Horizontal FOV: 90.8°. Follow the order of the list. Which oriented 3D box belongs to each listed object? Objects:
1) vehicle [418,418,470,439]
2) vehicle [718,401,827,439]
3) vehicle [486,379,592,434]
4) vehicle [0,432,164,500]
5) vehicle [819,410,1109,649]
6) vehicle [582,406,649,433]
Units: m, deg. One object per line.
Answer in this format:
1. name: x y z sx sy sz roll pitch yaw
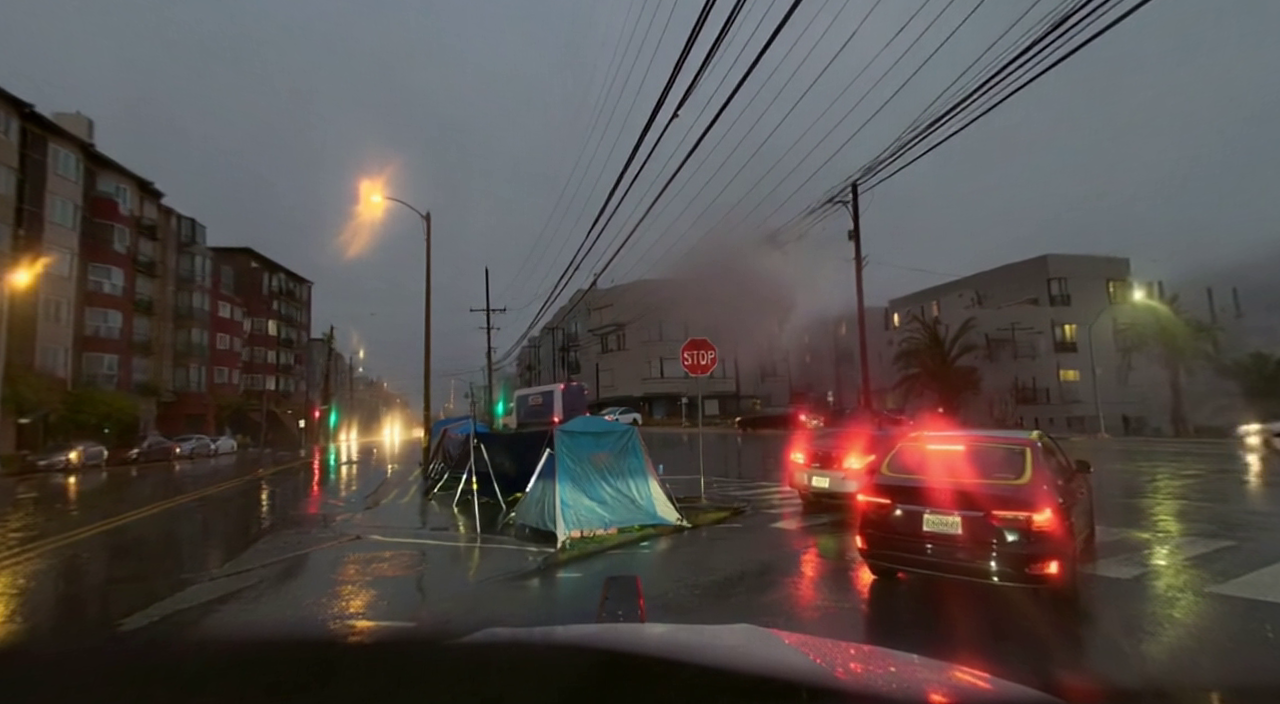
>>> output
1. vehicle: -15.331 6.011 49.350 2.089 1.506 4.641 7 -11 -41
2. vehicle: 5.772 3.084 27.956 4.363 1.511 1.838 -8 -11 42
3. vehicle: -6.444 3.538 39.596 7.172 3.075 2.584 -7 -10 41
4. vehicle: -17.183 3.480 19.833 2.054 1.800 5.212 3 -9 -21
5. vehicle: 3.531 1.573 6.747 1.945 1.647 4.160 -6 -10 32
6. vehicle: -1.615 4.295 39.759 1.790 1.468 4.422 7 -11 -42
